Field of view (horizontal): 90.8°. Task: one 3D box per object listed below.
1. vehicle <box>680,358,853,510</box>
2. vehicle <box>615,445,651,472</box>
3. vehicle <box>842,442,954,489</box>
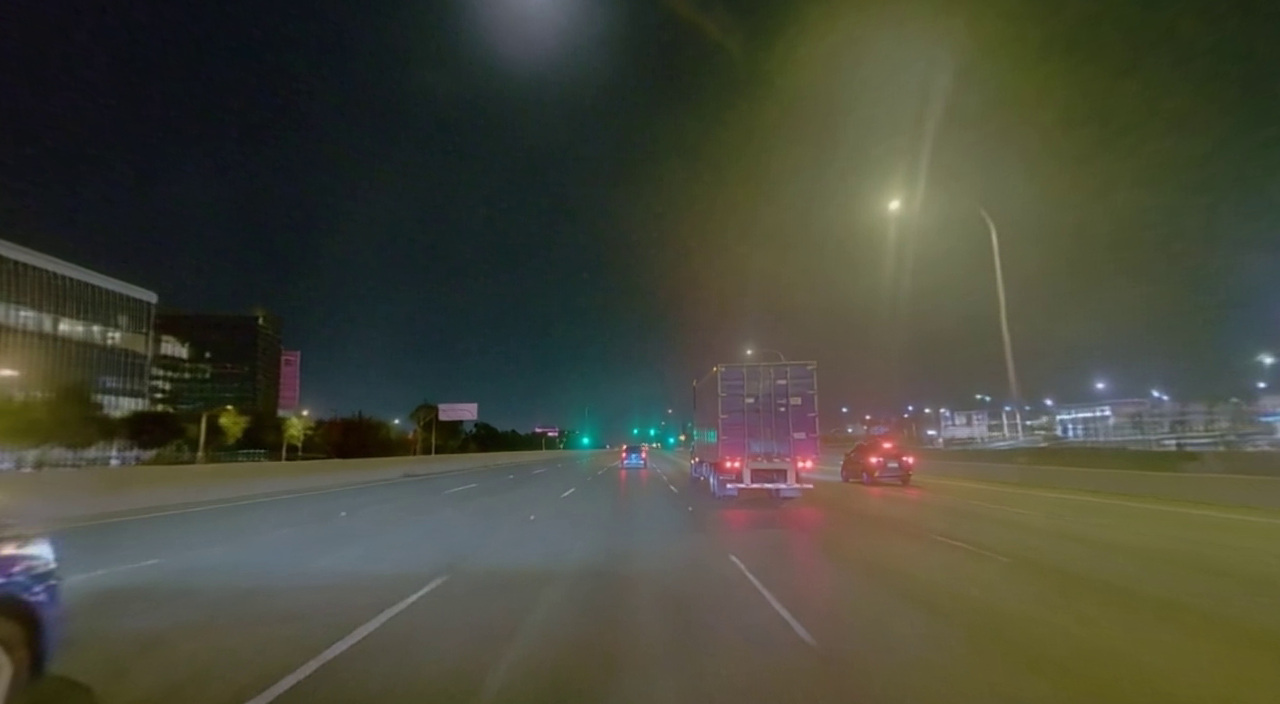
[{"bbox_3d":[3.114,2.595,19.409,2.934,3.325,10.986,0,-9,-1],"label":"vehicle"},{"bbox_3d":[-0.359,6.050,36.077,1.929,1.395,3.999,0,-9,0],"label":"vehicle"},{"bbox_3d":[9.141,4.050,22.895,2.105,1.494,4.537,0,-9,0],"label":"vehicle"}]
